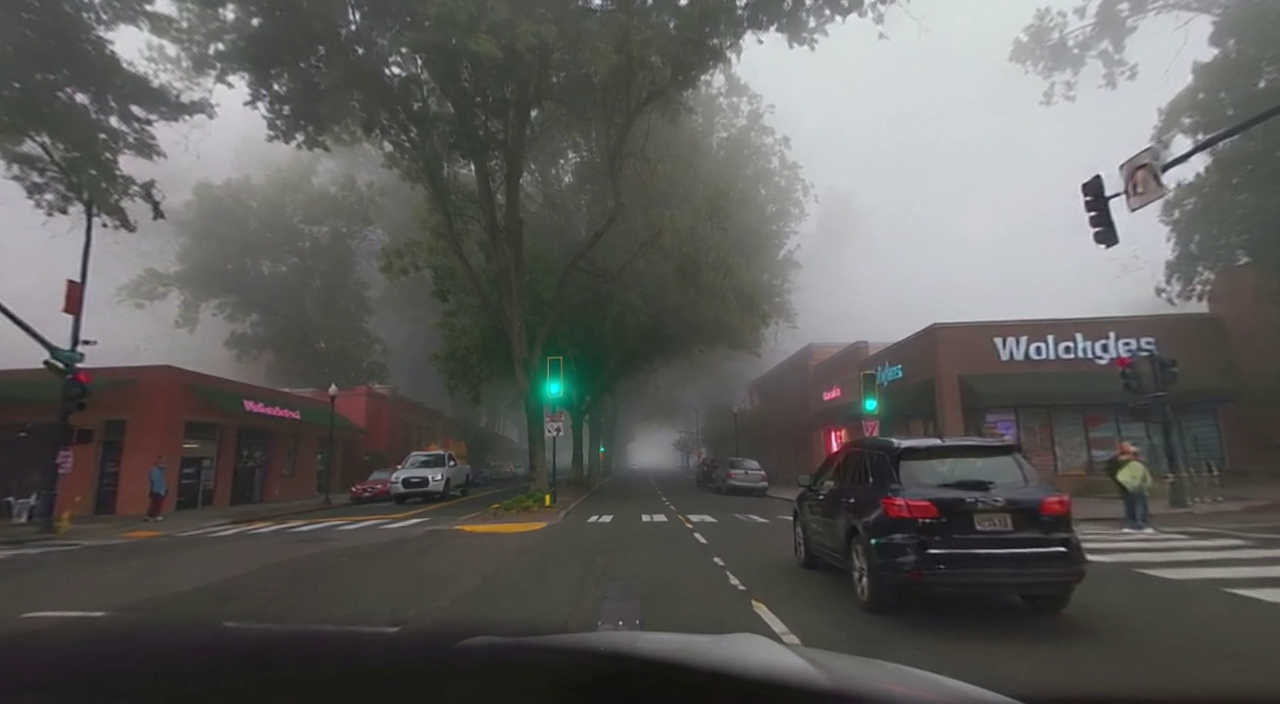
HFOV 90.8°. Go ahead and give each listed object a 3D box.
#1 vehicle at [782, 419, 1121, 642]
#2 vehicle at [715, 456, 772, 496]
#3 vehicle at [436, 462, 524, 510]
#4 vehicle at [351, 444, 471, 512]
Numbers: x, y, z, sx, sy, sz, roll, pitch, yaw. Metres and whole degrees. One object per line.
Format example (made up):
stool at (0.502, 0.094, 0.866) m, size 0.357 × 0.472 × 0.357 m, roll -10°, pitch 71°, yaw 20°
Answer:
vehicle at (2.676, 1.556, 6.235) m, size 1.822 × 1.654 × 2.794 m, roll 0°, pitch -9°, yaw -1°
vehicle at (5.206, 6.272, 32.358) m, size 2.010 × 1.844 × 4.386 m, roll 0°, pitch -9°, yaw -2°
vehicle at (-5.722, 4.853, 23.237) m, size 1.983 × 1.438 × 4.559 m, roll 0°, pitch -9°, yaw 1°
vehicle at (-8.744, 4.811, 24.895) m, size 2.489 × 2.323 × 5.843 m, roll 0°, pitch -9°, yaw 1°
